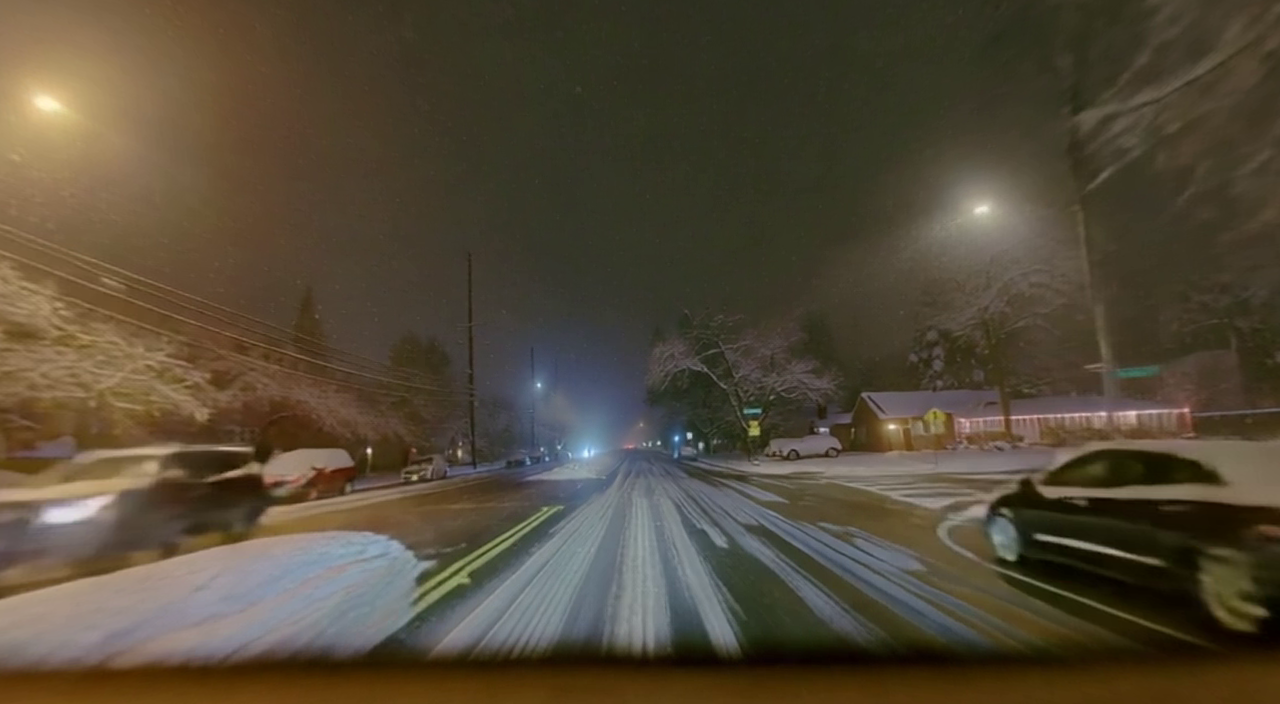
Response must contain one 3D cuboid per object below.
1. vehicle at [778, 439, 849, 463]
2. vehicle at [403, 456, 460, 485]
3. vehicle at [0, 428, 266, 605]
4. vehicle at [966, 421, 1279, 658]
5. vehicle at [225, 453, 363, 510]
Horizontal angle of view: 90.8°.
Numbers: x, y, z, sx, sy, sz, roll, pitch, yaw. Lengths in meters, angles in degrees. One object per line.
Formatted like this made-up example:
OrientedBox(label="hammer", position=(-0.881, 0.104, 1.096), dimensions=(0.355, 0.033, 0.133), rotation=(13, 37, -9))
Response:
OrientedBox(label="vehicle", position=(12.933, 7.421, 47.323), dimensions=(4.696, 1.732, 1.968), rotation=(0, -9, 0))
OrientedBox(label="vehicle", position=(-12.634, 7.192, 38.581), dimensions=(1.926, 1.533, 4.557), rotation=(0, -9, 1))
OrientedBox(label="vehicle", position=(-7.406, 1.957, 8.339), dimensions=(2.092, 1.741, 4.559), rotation=(0, -9, 0))
OrientedBox(label="vehicle", position=(4.960, 1.365, 5.218), dimensions=(1.950, 1.469, 4.625), rotation=(0, -9, -2))
OrientedBox(label="vehicle", position=(-12.558, 4.684, 23.471), dimensions=(2.128, 1.768, 5.306), rotation=(0, -9, 0))
